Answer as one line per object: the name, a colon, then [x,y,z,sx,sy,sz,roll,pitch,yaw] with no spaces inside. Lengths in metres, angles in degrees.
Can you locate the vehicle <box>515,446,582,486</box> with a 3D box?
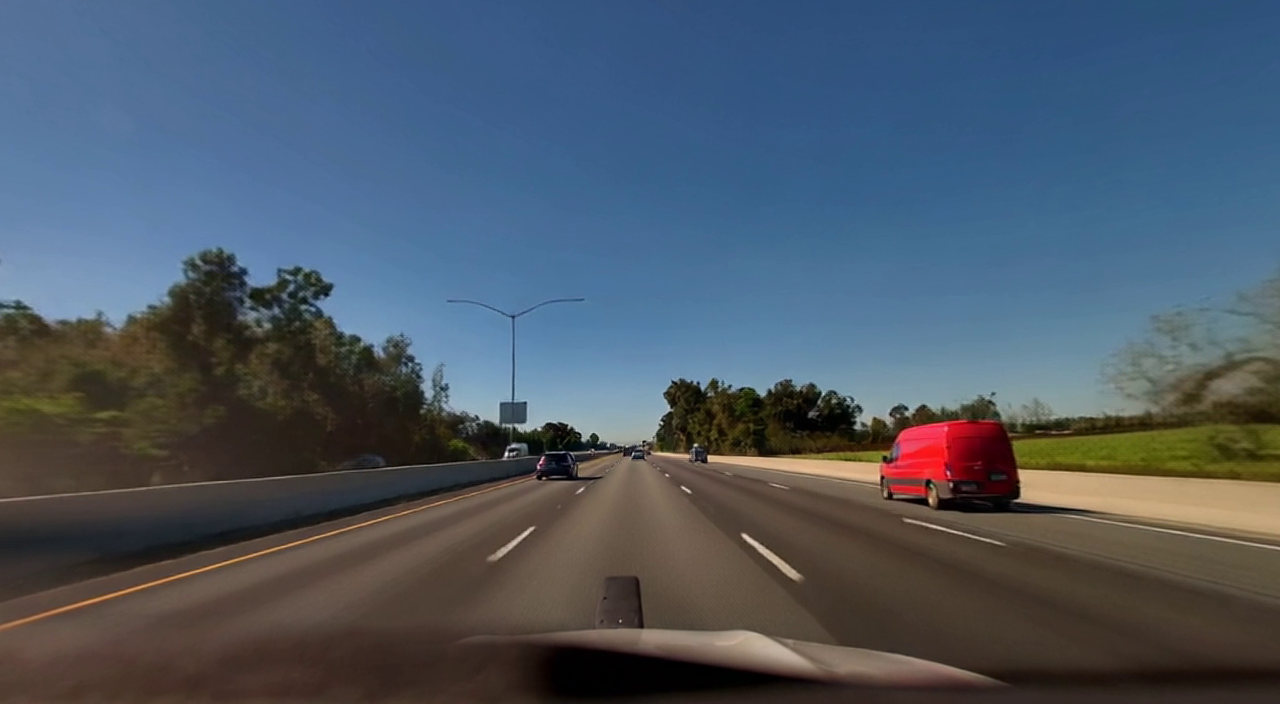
vehicle: [-3.783,4.776,26.718,2.160,1.530,4.500,0,-9,0]

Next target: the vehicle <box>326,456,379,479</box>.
vehicle: [-18.558,7.449,40.712,1.711,1.394,3.590,0,-9,0]

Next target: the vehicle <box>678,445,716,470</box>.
vehicle: [3.955,7.433,44.409,2.069,1.625,4.832,0,-9,-1]

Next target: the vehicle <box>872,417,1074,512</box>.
vehicle: [7.805,2.712,15.528,2.133,1.933,4.986,0,-9,-1]
